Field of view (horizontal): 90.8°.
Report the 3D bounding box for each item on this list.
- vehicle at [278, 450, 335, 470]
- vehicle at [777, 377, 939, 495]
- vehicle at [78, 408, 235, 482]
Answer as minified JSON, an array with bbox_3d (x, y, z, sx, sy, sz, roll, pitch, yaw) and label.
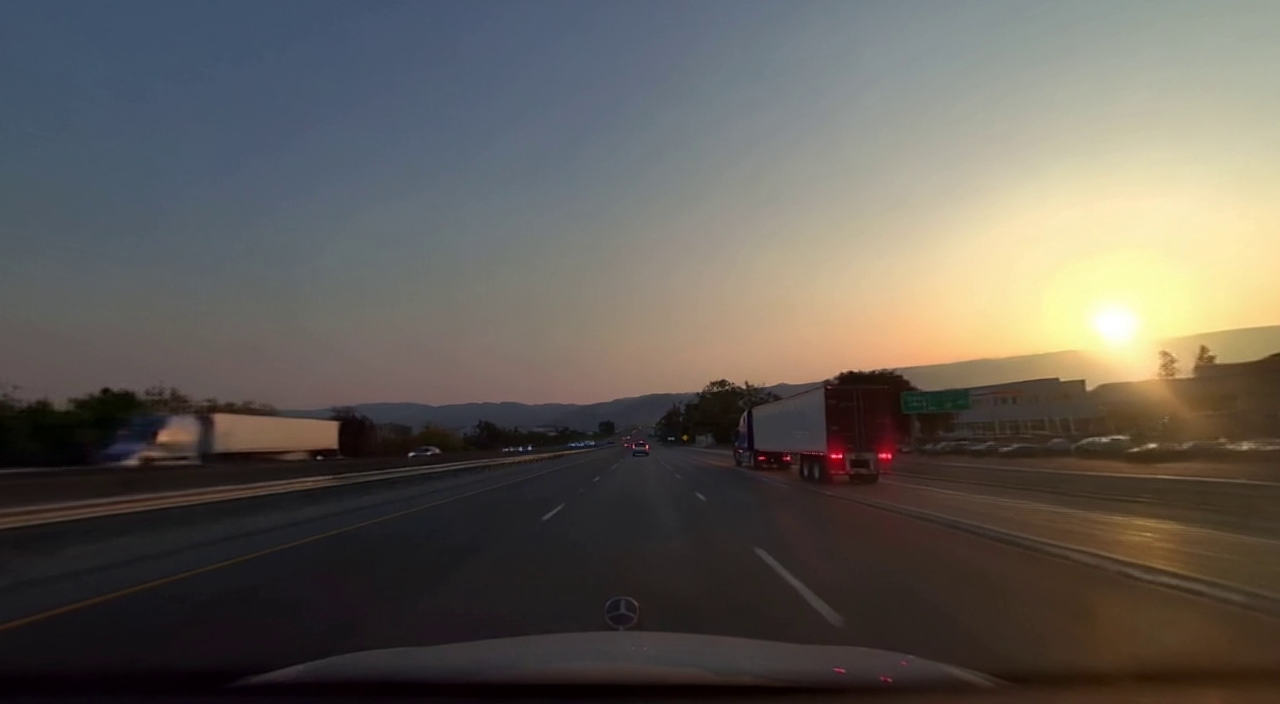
[{"bbox_3d":[-25.310,8.209,48.104,1.925,1.440,4.339,0,-8,1],"label":"vehicle"},{"bbox_3d":[6.810,2.856,21.248,2.793,3.204,7.997,0,-8,2],"label":"vehicle"},{"bbox_3d":[-29.111,5.668,38.664,3.031,4.002,8.091,0,-8,0],"label":"vehicle"}]
